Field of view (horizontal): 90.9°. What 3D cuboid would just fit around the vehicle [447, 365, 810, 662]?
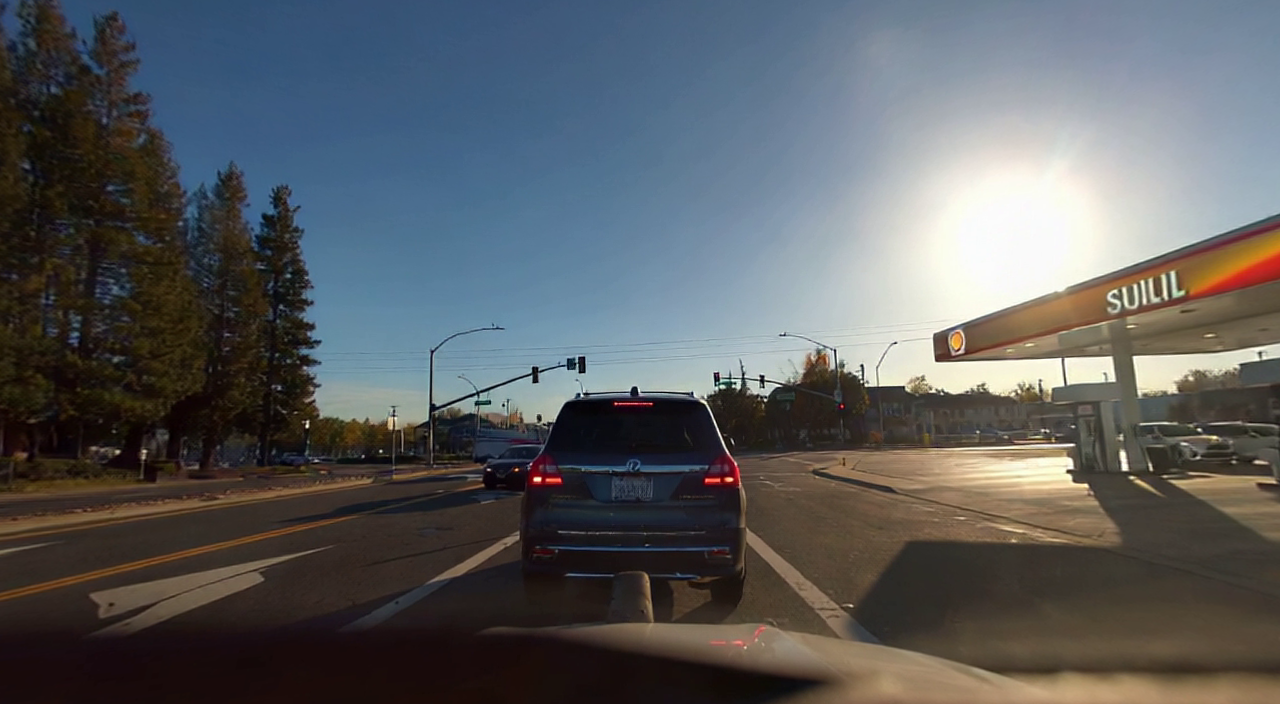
[{"bbox_3d":[0.012,1.316,6.127,2.236,1.819,4.291,-1,-9,3],"label":"vehicle"}]

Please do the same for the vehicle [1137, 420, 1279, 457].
[{"bbox_3d":[25.942,3.965,28.782,4.551,1.616,1.973,-2,-9,11],"label":"vehicle"}]

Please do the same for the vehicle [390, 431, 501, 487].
[{"bbox_3d":[-6.647,3.710,22.162,2.065,1.753,4.525,-1,-9,6],"label":"vehicle"}]
